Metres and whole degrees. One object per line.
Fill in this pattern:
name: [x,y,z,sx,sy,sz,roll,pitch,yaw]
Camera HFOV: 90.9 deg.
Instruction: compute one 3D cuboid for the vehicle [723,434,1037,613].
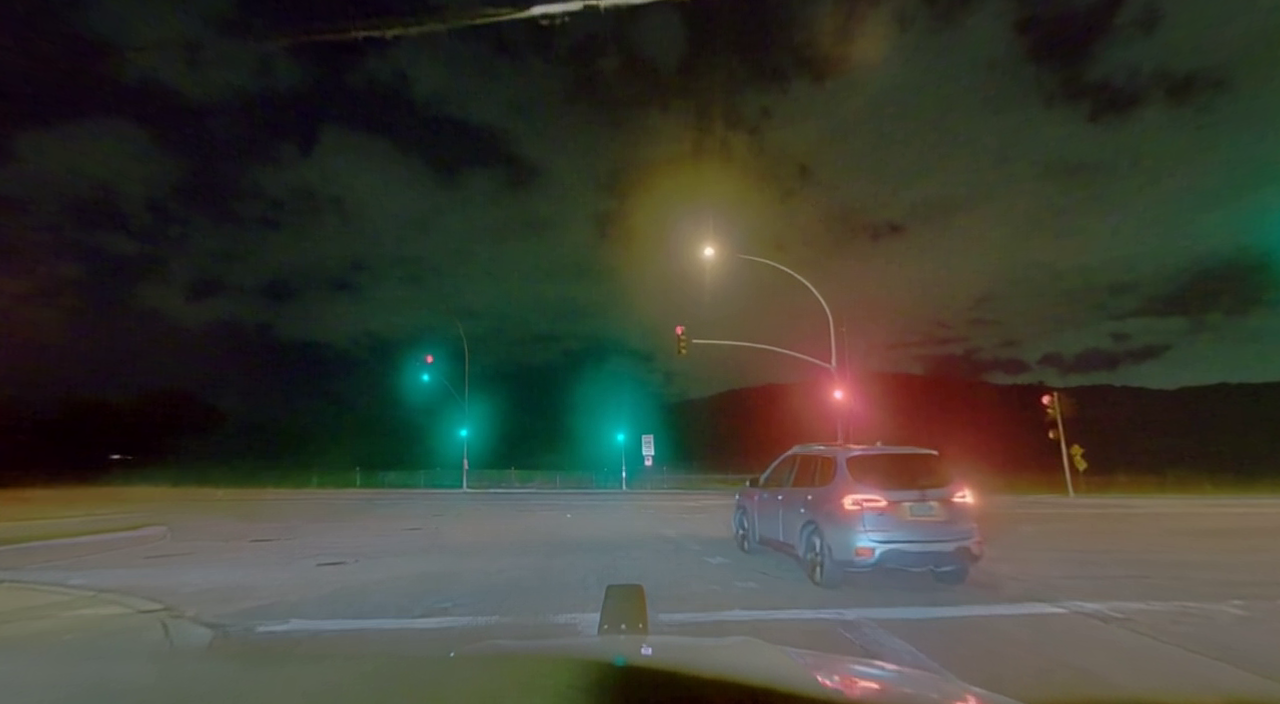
vehicle: [2.603,1.937,8.171,1.938,1.648,4.211,1,-9,-8]
